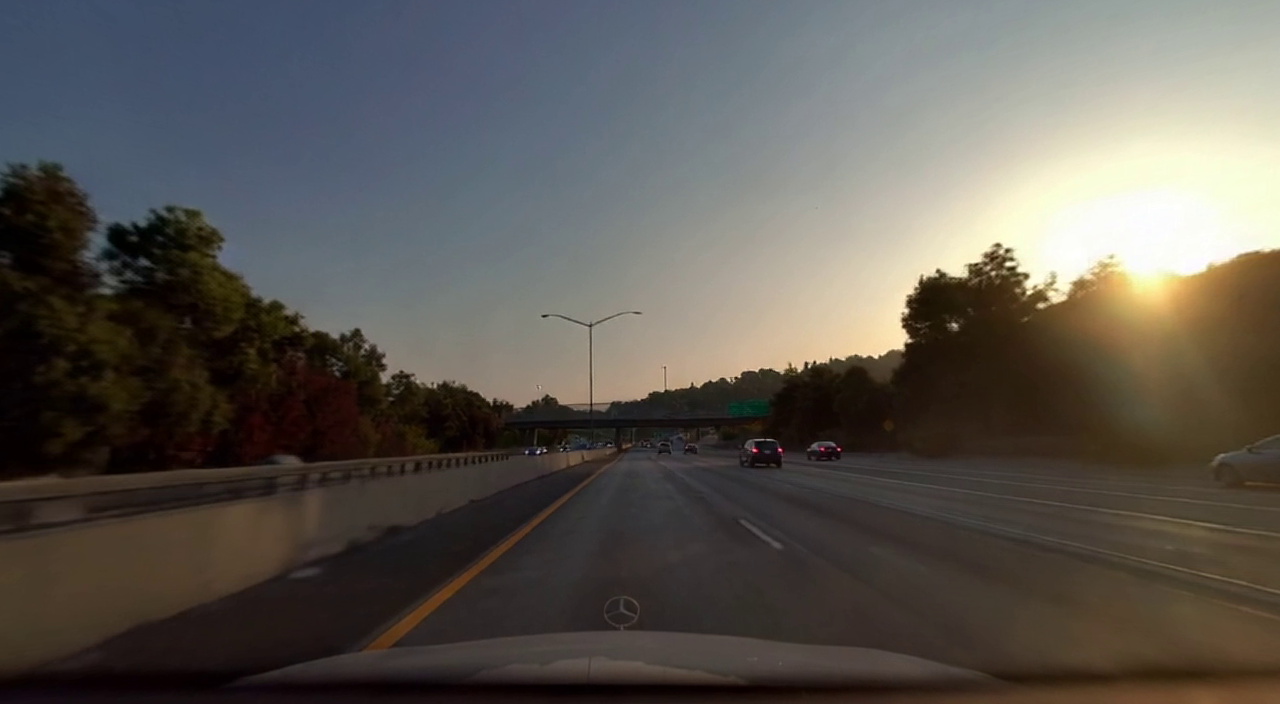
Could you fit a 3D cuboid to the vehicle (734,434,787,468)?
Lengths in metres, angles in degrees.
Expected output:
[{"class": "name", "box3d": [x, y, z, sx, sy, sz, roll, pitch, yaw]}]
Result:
[{"class": "vehicle", "box3d": [6.925, 5.742, 36.817, 2.098, 1.820, 4.505, 0, -8, -2]}]

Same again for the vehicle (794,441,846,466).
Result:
[{"class": "vehicle", "box3d": [11.070, 6.273, 39.119, 1.931, 1.479, 4.183, 0, -8, -1]}]

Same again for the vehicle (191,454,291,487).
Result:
[{"class": "vehicle", "box3d": [-21.369, 6.342, 34.146, 2.058, 1.442, 4.971, 0, -8, 1]}]
